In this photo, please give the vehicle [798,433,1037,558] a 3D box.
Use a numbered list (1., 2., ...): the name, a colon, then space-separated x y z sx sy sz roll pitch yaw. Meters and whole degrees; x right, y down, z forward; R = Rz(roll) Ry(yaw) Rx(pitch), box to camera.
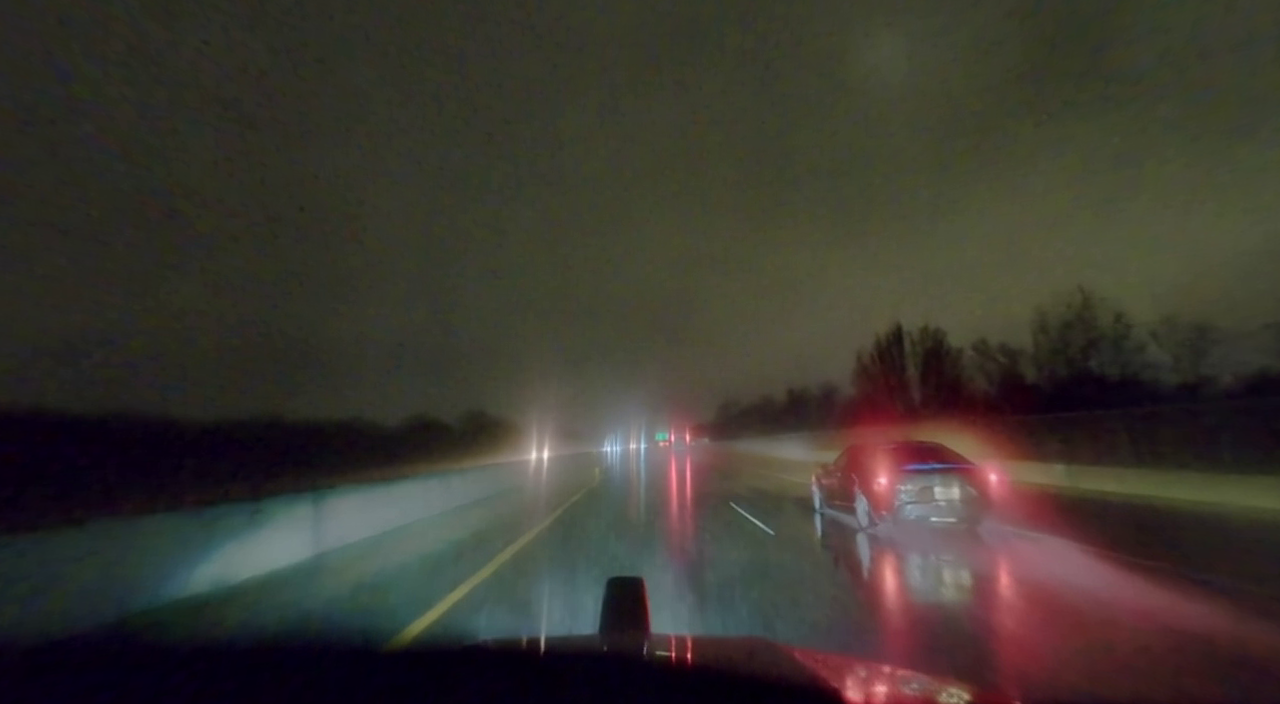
1. vehicle: 3.669 1.926 9.184 1.683 1.400 3.868 0 -8 -1
